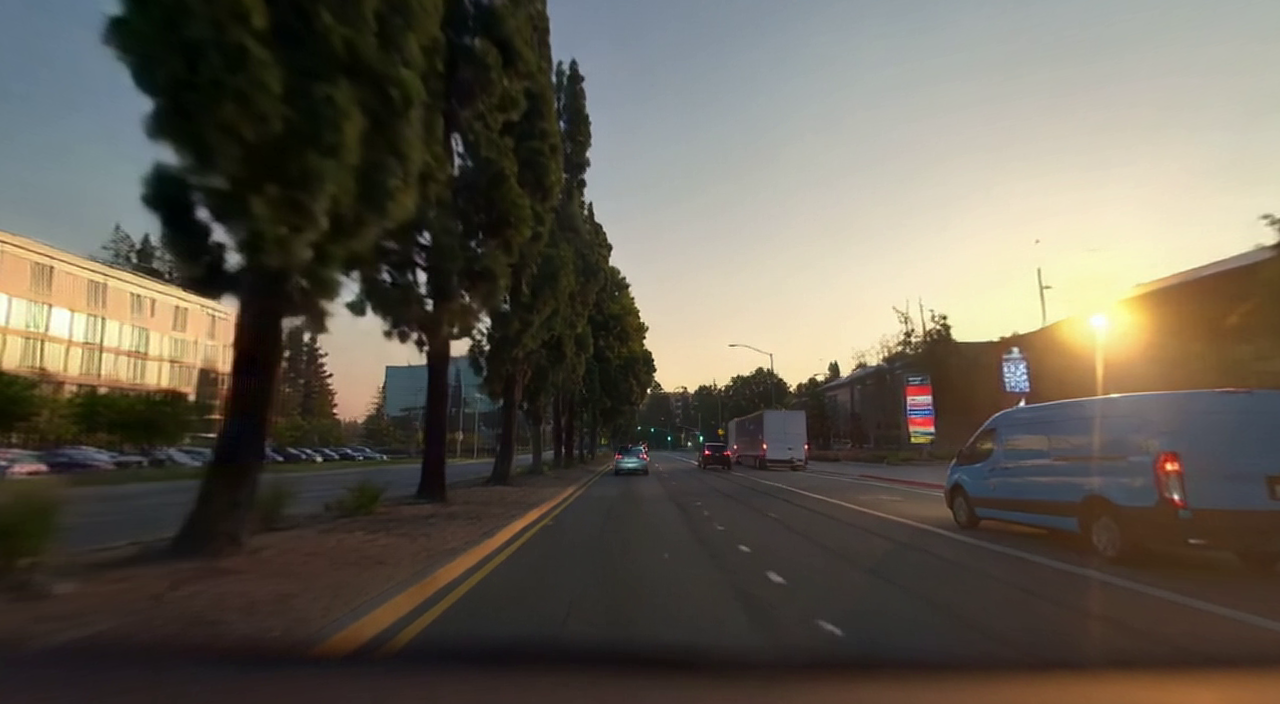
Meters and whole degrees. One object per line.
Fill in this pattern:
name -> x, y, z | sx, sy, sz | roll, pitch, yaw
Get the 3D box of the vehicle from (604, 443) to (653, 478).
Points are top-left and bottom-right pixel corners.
vehicle -> -0.505, 4.913, 28.926 | 2.095, 1.456, 3.873 | 0, -8, -1

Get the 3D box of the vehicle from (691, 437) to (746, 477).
vehicle -> 3.603, 4.907, 29.808 | 2.047, 1.711, 4.265 | 0, -8, 0

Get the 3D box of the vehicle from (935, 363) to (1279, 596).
vehicle -> 6.718, 1.564, 8.662 | 2.573, 2.127, 5.568 | 0, -8, -1

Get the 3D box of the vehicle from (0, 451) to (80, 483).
vehicle -> -29.444, 5.410, 29.842 | 4.048, 1.412, 1.886 | 0, -8, -2
